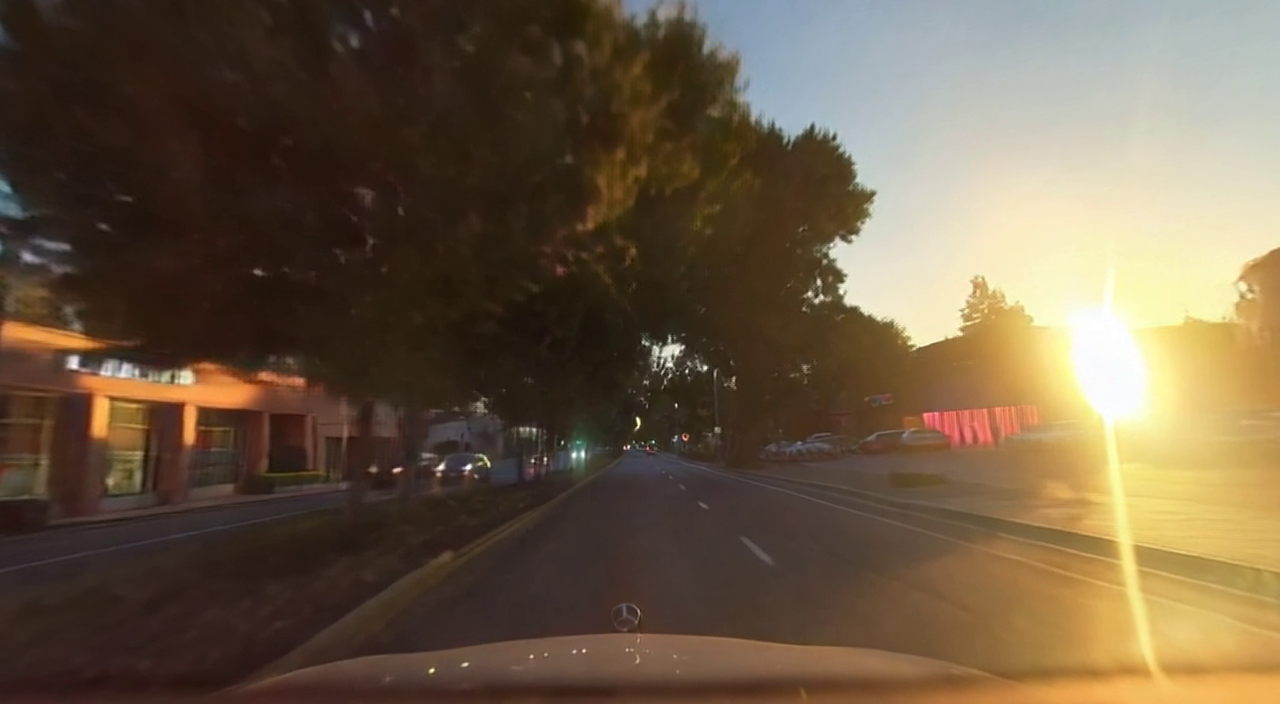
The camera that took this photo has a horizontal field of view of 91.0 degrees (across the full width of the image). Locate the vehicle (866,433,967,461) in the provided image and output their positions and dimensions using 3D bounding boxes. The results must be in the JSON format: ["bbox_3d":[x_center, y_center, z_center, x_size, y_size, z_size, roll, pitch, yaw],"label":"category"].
[{"bbox_3d":[16.220,5.590,37.113,4.947,1.587,2.133,0,-9,-3],"label":"vehicle"}]

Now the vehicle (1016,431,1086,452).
[{"bbox_3d":[29.592,6.486,45.506,1.749,1.436,4.792,0,-9,0],"label":"vehicle"}]

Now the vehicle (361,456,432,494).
[{"bbox_3d":[-10.877,5.496,28.335,1.688,1.419,3.783,-4,-9,0],"label":"vehicle"}]

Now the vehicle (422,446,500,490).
[{"bbox_3d":[-7.852,5.091,28.111,2.129,1.649,4.647,-3,-9,0],"label":"vehicle"}]
